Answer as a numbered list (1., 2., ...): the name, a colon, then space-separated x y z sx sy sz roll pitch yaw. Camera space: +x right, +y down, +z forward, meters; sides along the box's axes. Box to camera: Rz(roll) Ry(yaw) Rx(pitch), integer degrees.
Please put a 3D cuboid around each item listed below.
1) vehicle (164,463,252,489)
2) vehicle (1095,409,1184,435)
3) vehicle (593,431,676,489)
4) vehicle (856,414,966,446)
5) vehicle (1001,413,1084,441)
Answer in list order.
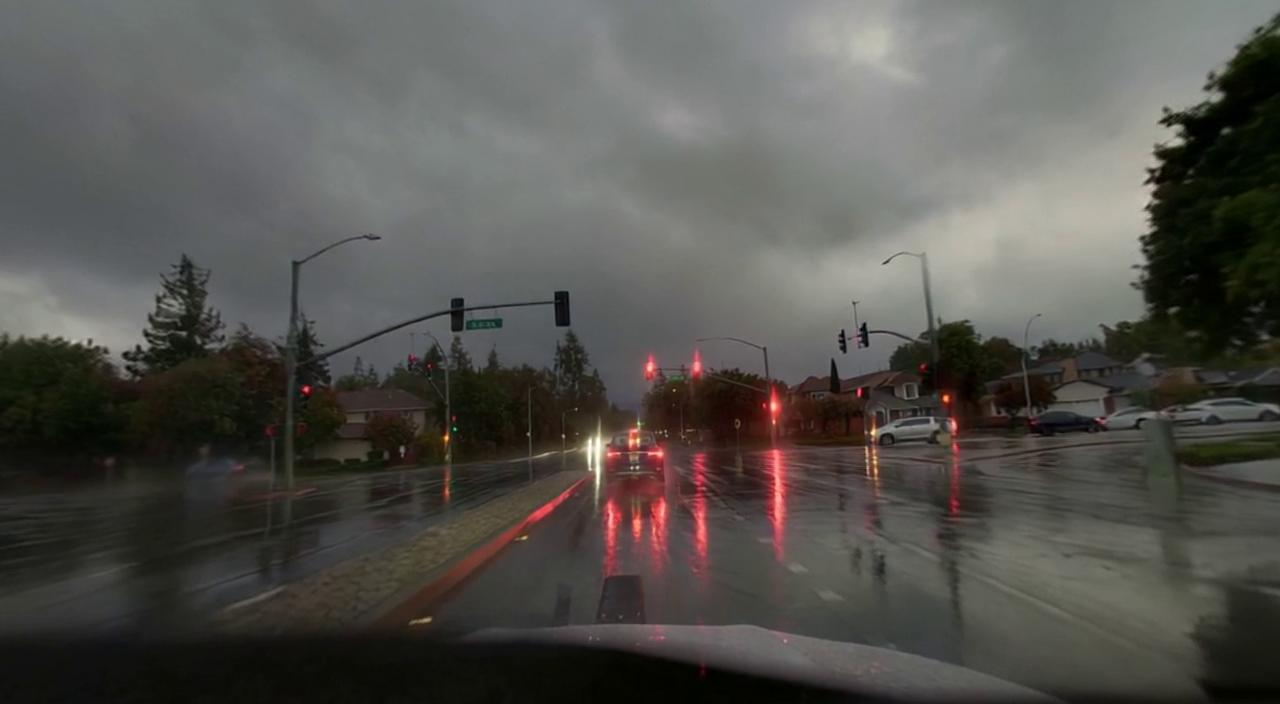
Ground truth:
1. vehicle: -32.660 9.399 47.901 5.009 1.739 2.092 1 -8 -11
2. vehicle: 35.911 5.066 45.470 4.735 1.784 2.094 1 -7 -3
3. vehicle: -0.058 3.277 19.507 2.074 1.570 3.647 0 -8 7
4. vehicle: 17.931 5.200 42.104 6.025 2.000 2.876 1 -7 -2
5. vehicle: 28.648 5.361 45.069 4.557 1.899 1.996 1 -8 -5
